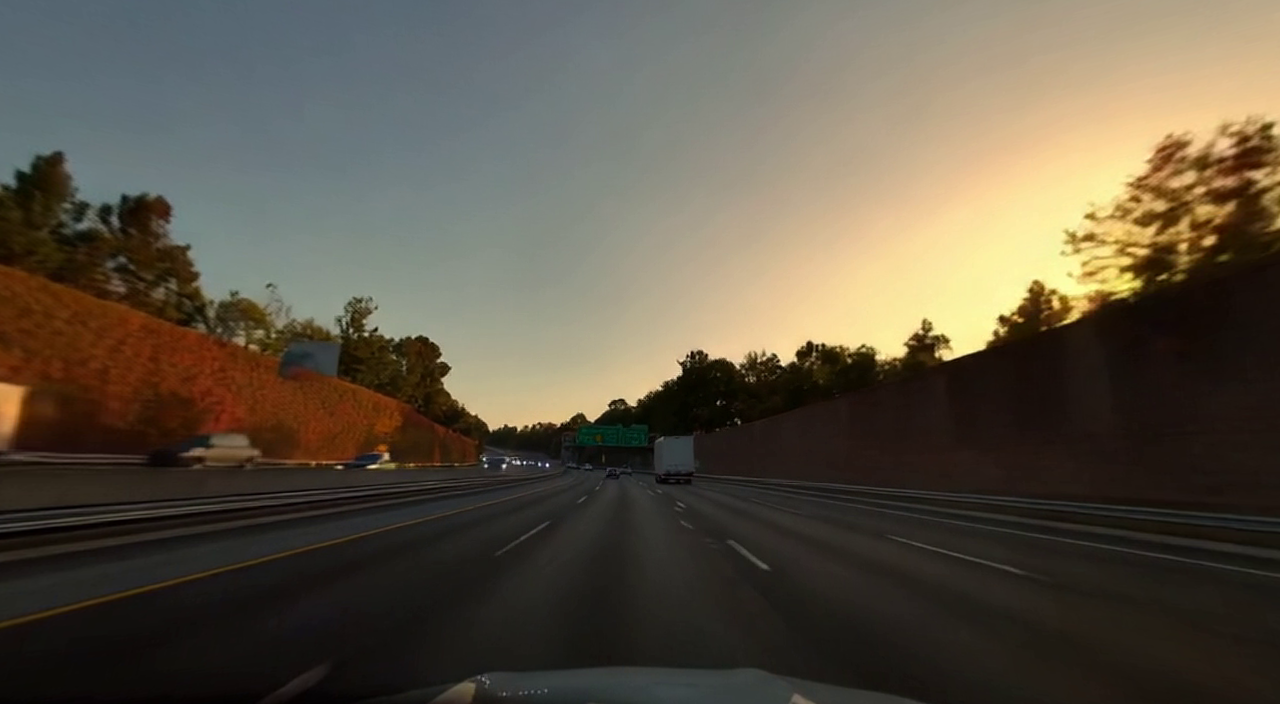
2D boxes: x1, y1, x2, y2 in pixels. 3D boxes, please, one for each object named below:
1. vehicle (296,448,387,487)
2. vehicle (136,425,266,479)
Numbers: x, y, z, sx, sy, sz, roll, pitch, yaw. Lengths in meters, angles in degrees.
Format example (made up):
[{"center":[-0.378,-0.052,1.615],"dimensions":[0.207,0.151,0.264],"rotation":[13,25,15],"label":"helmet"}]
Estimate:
[{"center":[-11.934,4.670,25.490],"dimensions":[1.797,1.397,3.811],"rotation":[1,-11,-1],"label":"vehicle"},{"center":[-22.469,5.263,32.717],"dimensions":[2.304,2.498,6.255],"rotation":[1,-11,-2],"label":"vehicle"}]
